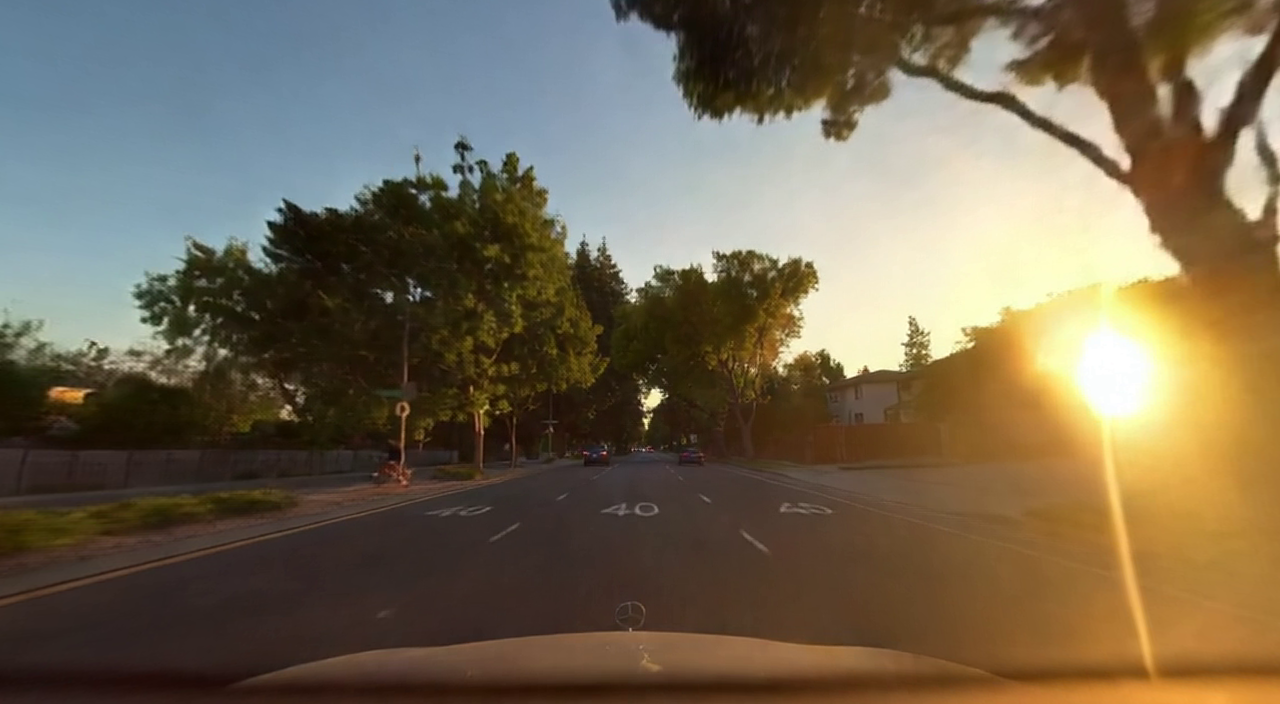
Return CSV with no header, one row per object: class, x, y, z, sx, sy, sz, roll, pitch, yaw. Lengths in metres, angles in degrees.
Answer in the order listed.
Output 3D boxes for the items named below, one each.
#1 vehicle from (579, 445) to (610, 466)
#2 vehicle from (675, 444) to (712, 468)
vehicle,-3.421,7.942,48.529,2.011,1.480,4.517,0,-9,1
vehicle,3.480,6.898,41.844,1.992,1.511,4.464,0,-9,0
